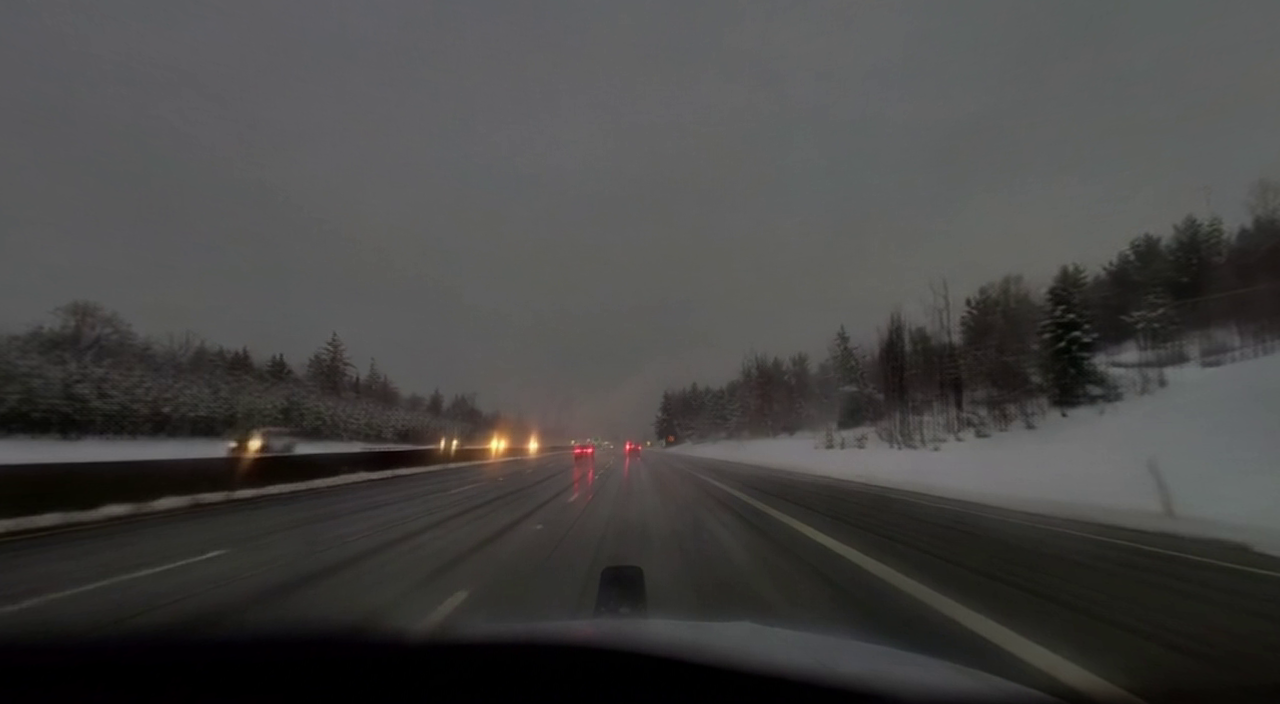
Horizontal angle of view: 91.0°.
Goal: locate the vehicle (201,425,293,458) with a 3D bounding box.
[{"bbox_3d":[-22.739,5.225,36.691,1.973,1.735,5.274,0,-8,0],"label":"vehicle"}]
